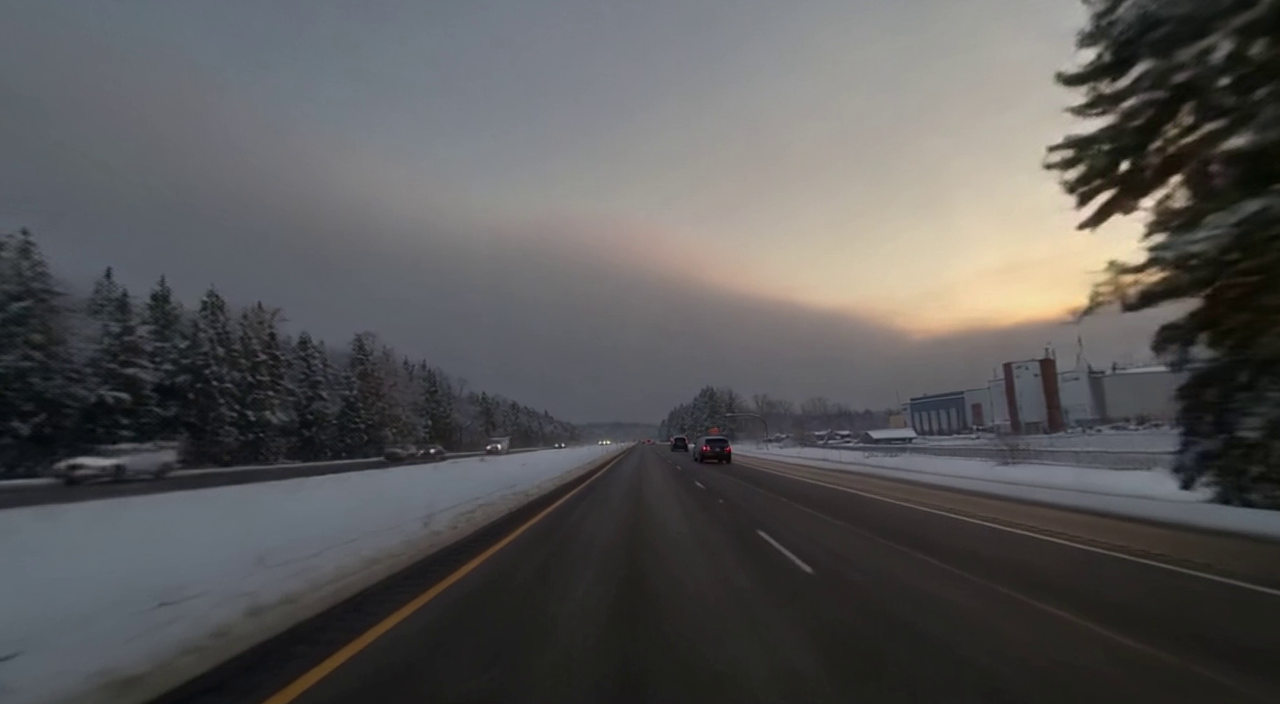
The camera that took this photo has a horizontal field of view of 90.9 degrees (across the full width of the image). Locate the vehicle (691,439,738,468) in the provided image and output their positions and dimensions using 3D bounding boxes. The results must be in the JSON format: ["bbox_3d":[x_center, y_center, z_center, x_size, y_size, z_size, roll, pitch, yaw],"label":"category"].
[{"bbox_3d":[4.104,5.617,35.193,2.062,1.518,4.026,0,-8,-1],"label":"vehicle"}]

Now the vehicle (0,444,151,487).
[{"bbox_3d":[-28.135,5.618,31.773,2.185,1.939,5.801,0,-8,1],"label":"vehicle"}]
